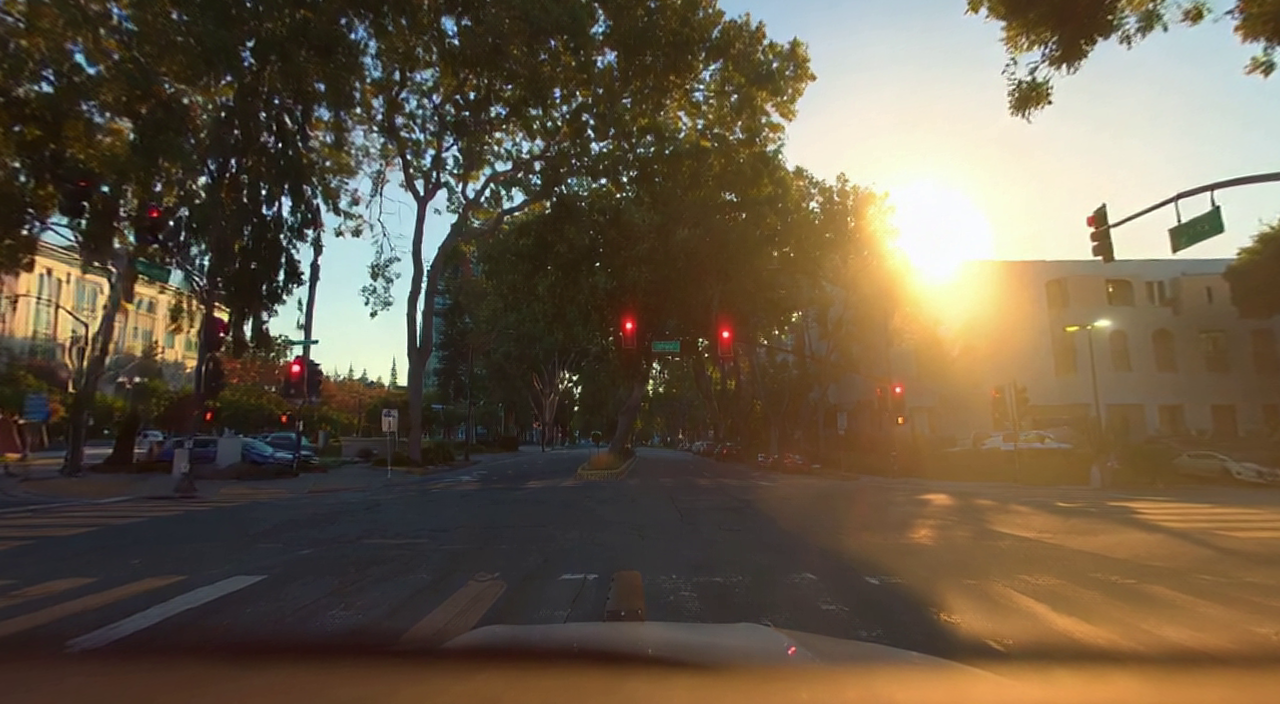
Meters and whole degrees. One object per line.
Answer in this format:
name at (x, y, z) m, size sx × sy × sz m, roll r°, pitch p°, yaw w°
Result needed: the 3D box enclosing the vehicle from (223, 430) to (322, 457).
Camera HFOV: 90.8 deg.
vehicle at (-22.401, 5.584, 38.651) m, size 4.765 × 1.593 × 1.891 m, roll 1°, pitch -9°, yaw -7°
